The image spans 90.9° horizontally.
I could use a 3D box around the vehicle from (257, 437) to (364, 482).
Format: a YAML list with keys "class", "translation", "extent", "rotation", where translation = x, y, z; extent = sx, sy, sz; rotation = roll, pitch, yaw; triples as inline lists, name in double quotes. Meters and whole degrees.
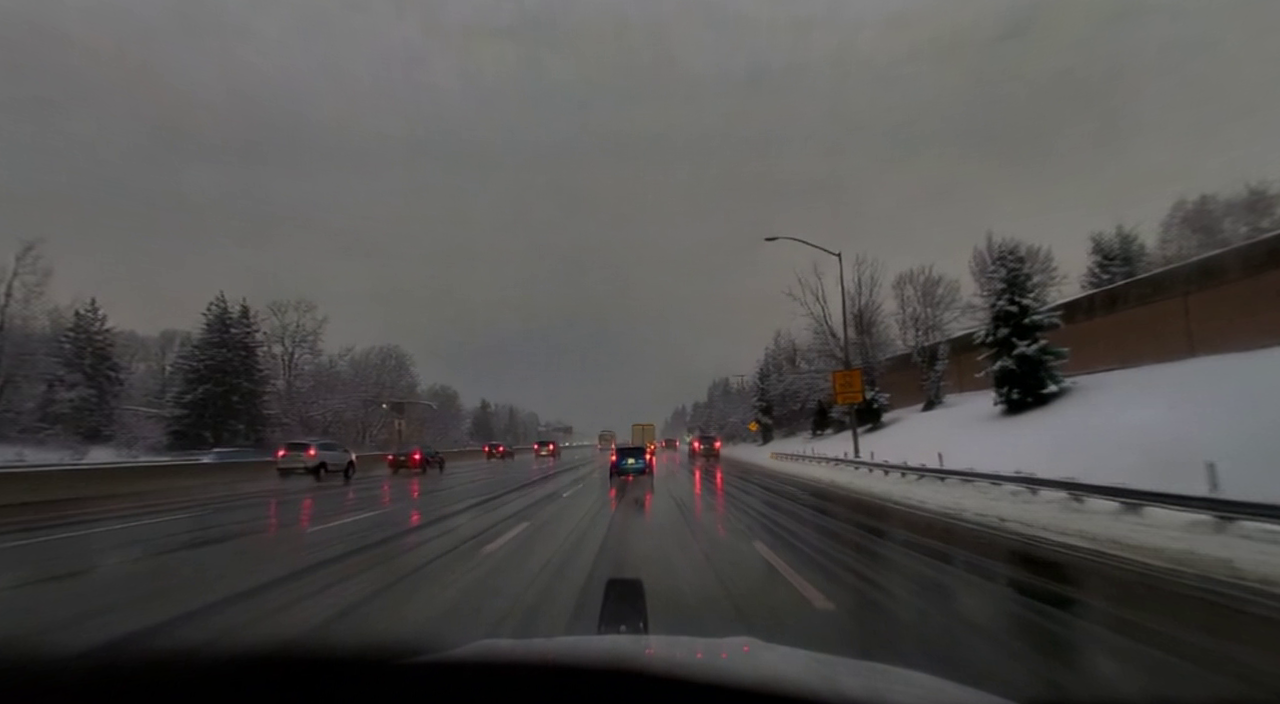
- class: "vehicle"
  translation: [-13.667, 4.487, 26.534]
  extent: [2.045, 1.712, 4.457]
  rotation: [0, -8, 1]

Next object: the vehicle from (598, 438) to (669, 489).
- class: "vehicle"
  translation: [-0.146, 3.555, 20.503]
  extent: [2.042, 1.446, 4.269]
  rotation: [0, -8, 1]

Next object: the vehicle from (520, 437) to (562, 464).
- class: "vehicle"
  translation: [-6.521, 6.579, 42.146]
  extent: [2.060, 1.669, 4.242]
  rotation: [0, -8, 1]

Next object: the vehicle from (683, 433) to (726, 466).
- class: "vehicle"
  translation: [3.678, 5.622, 36.581]
  extent: [2.001, 1.771, 4.250]
  rotation: [0, -8, -1]

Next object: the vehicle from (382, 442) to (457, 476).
- class: "vehicle"
  translation: [-10.391, 5.058, 30.109]
  extent: [1.961, 1.510, 4.260]
  rotation: [0, -8, 1]
